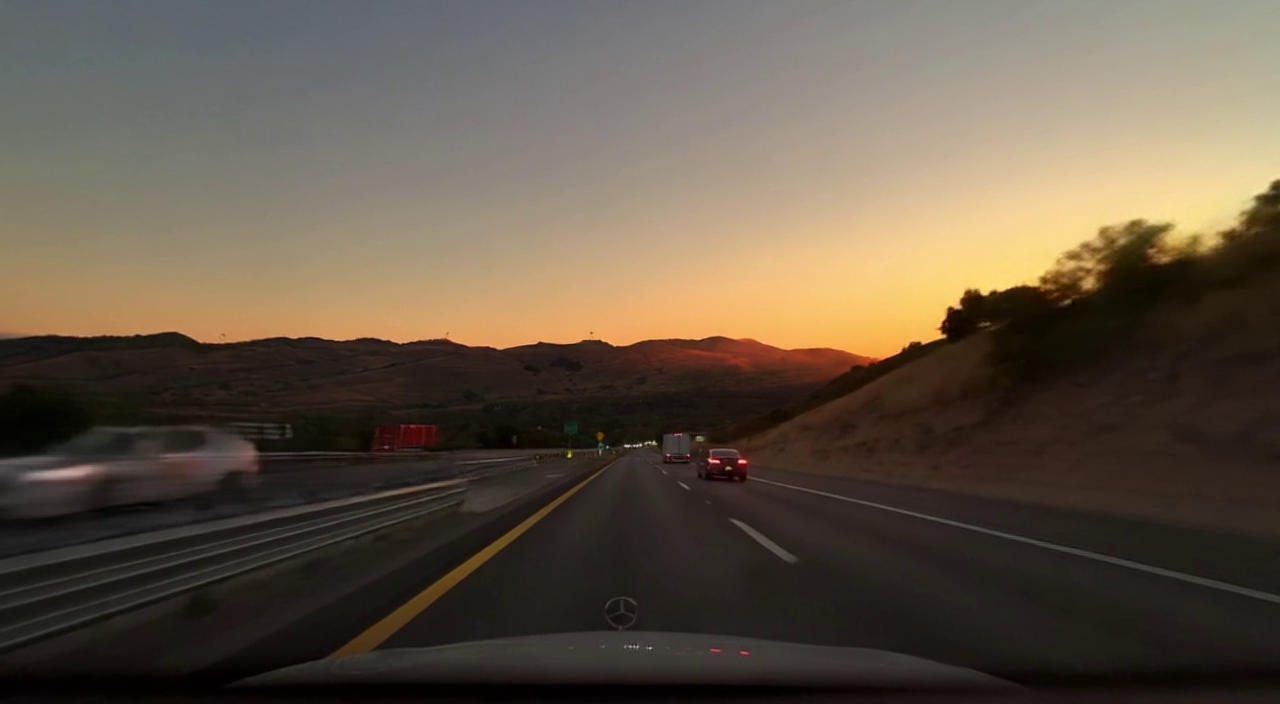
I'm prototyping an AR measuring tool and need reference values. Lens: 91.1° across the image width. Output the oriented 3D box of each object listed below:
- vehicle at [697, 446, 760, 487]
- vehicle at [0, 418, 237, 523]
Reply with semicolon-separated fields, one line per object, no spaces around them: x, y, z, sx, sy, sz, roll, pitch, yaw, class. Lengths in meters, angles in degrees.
3.446;4.519;25.084;1.836;1.459;3.766;0;-9;-2;vehicle
-9.397;2.028;11.118;1.876;1.500;3.973;0;-9;0;vehicle
